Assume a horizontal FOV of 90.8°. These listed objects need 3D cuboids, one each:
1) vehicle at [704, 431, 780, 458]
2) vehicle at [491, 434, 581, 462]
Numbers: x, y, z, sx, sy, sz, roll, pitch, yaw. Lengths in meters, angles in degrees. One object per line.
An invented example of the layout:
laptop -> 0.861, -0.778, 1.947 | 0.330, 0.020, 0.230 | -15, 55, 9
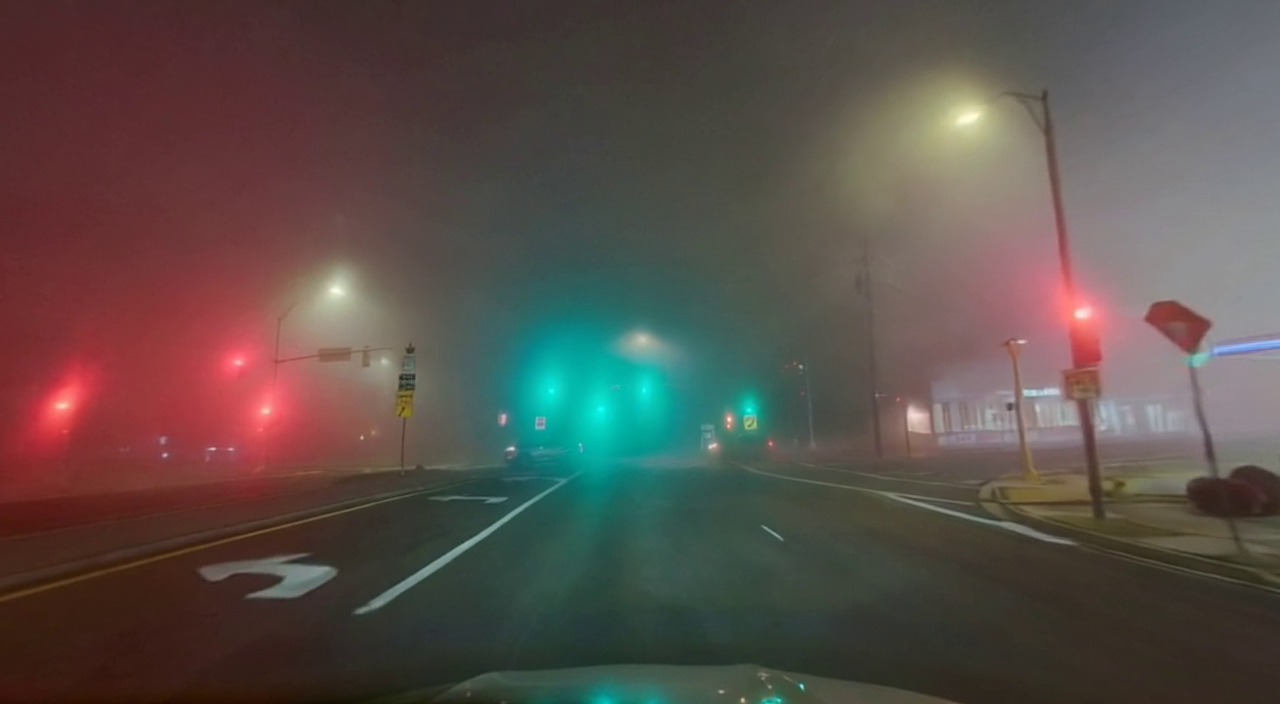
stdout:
vehicle -> 6.471, 5.900, 40.425 | 4.478, 1.678, 1.870 | 0, -8, -3
vehicle -> -5.904, 5.453, 36.123 | 4.709, 1.501, 1.895 | 5, -10, -32
